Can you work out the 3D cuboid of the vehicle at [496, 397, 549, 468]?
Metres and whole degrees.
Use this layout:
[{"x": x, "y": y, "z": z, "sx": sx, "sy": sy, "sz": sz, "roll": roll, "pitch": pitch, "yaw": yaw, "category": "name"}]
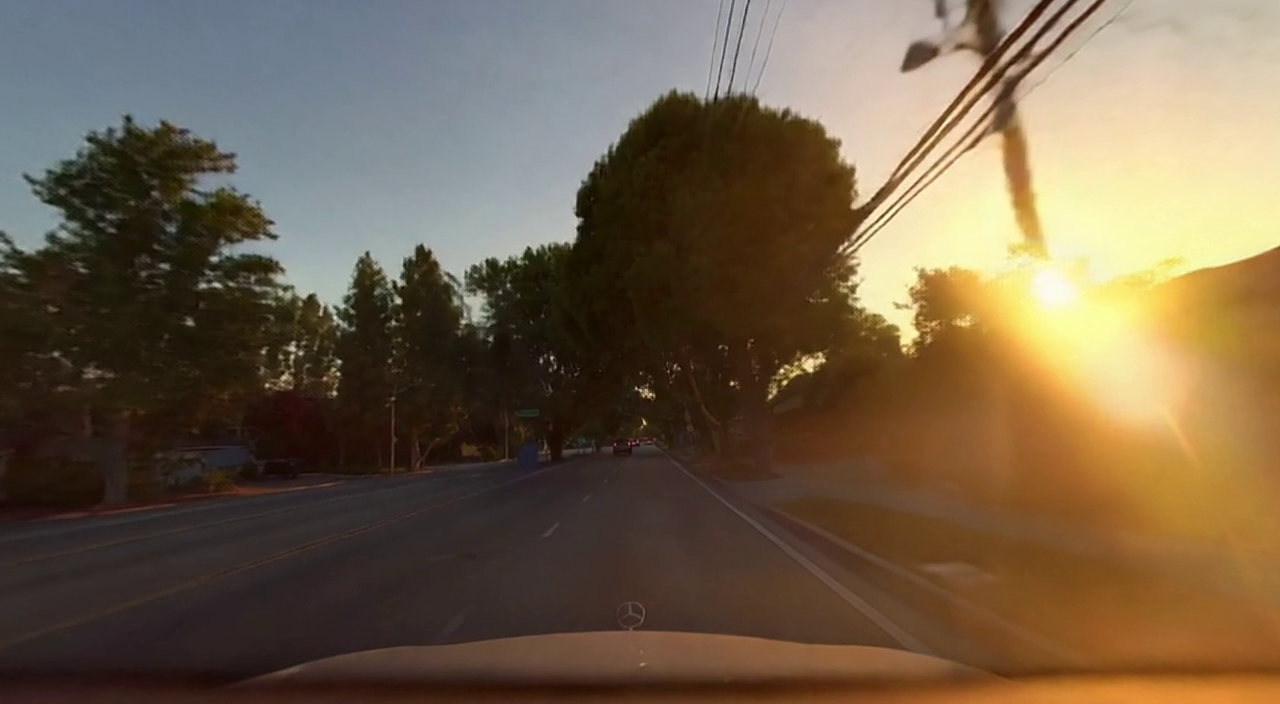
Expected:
[{"x": -6.603, "y": 4.580, "z": 35.794, "sx": 2.365, "sy": 3.642, "sz": 3.374, "roll": -4, "pitch": -8, "yaw": -4, "category": "vehicle"}]
